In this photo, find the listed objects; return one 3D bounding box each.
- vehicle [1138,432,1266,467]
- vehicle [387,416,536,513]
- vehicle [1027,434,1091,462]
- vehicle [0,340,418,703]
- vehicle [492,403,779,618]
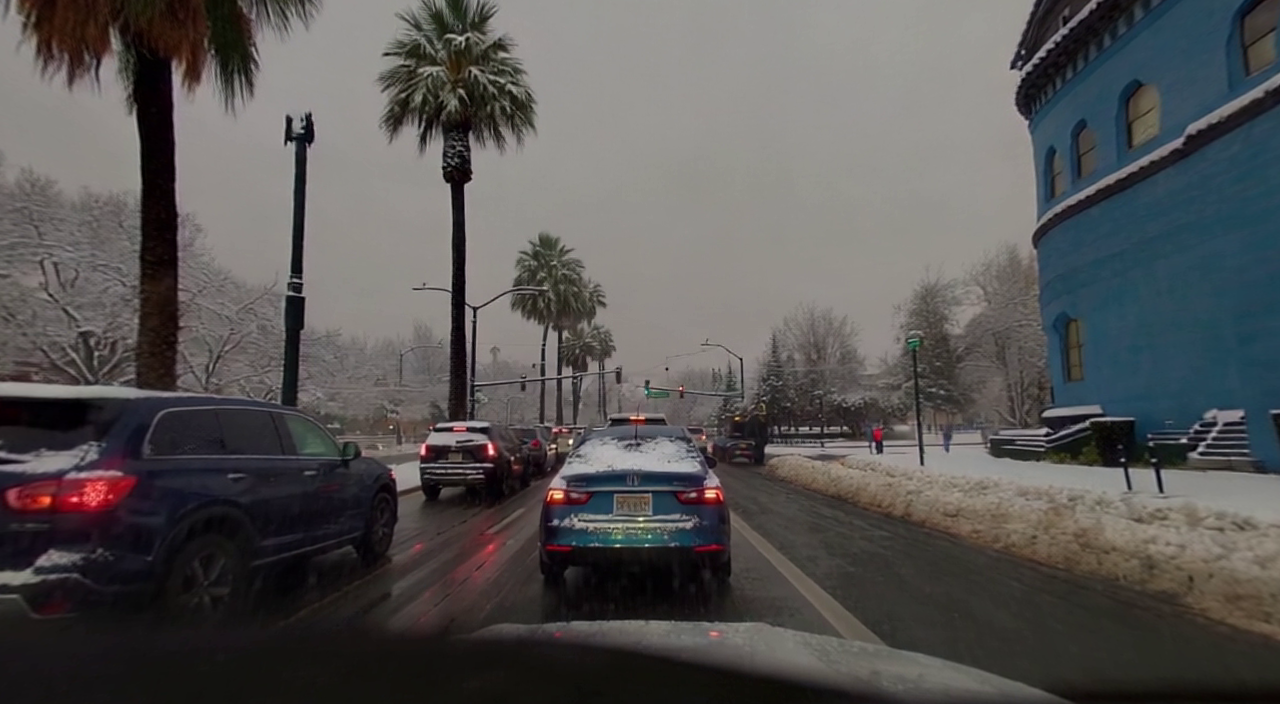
[{"bbox_3d":[25.462,4.418,28.677,3.914,1.427,1.779,-2,-8,5],"label":"vehicle"},{"bbox_3d":[-3.464,2.267,13.116,1.840,1.684,4.041,0,-8,1],"label":"vehicle"},{"bbox_3d":[26.280,6.061,39.705,1.882,1.672,3.957,-2,-9,11],"label":"vehicle"},{"bbox_3d":[-3.533,1.124,5.091,1.914,1.741,4.398,0,-8,-1],"label":"vehicle"},{"bbox_3d":[-0.060,1.493,6.889,2.114,1.585,4.285,0,-8,-1],"label":"vehicle"}]
